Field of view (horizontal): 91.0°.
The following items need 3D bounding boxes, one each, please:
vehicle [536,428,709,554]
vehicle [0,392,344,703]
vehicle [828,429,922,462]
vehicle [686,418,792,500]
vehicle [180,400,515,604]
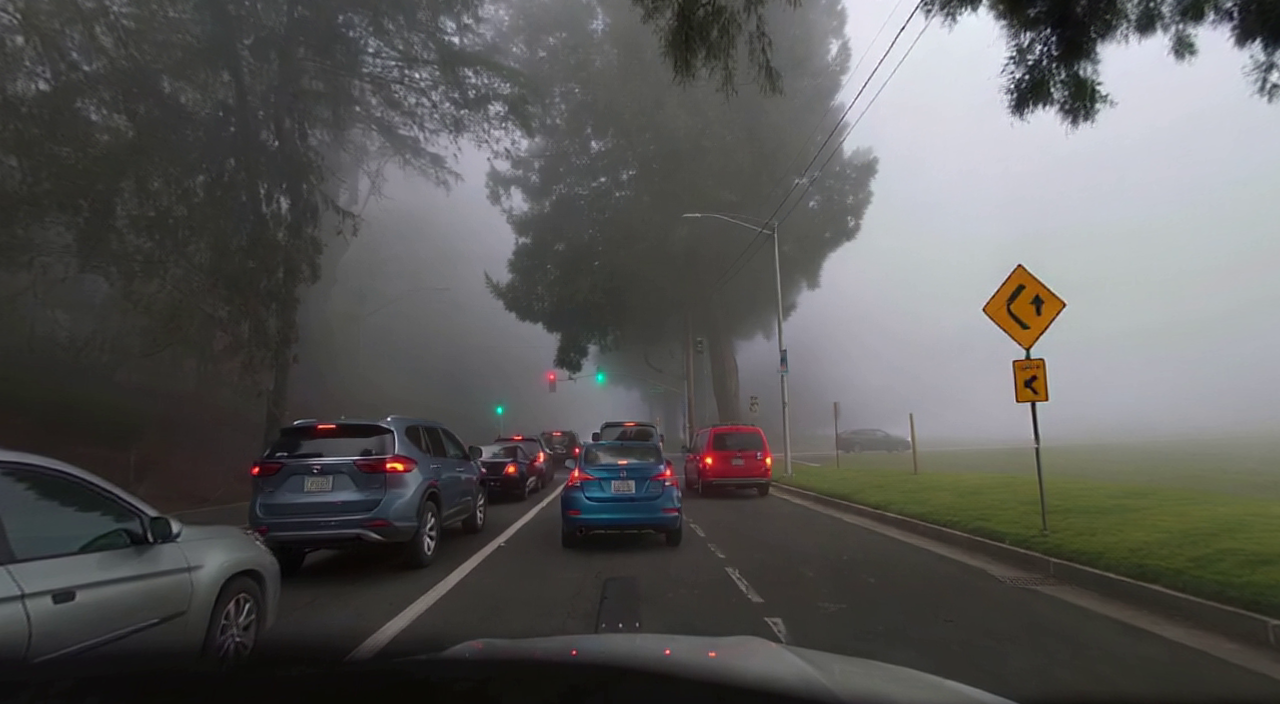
[{"bbox_3d":[-0.255,1.920,9.349,2.025,1.453,3.848,0,-8,-2],"label":"vehicle"},{"bbox_3d":[-2.919,0.832,1.628,1.974,1.484,4.716,0,-8,0],"label":"vehicle"},{"bbox_3d":[11.380,4.556,30.695,3.883,1.534,1.779,0,-8,2],"label":"vehicle"},{"bbox_3d":[2.451,2.811,16.867,2.059,1.864,4.541,0,-8,-1],"label":"vehicle"},{"bbox_3d":[-2.894,1.575,7.454,1.964,1.712,4.097,0,-8,0],"label":"vehicle"}]
